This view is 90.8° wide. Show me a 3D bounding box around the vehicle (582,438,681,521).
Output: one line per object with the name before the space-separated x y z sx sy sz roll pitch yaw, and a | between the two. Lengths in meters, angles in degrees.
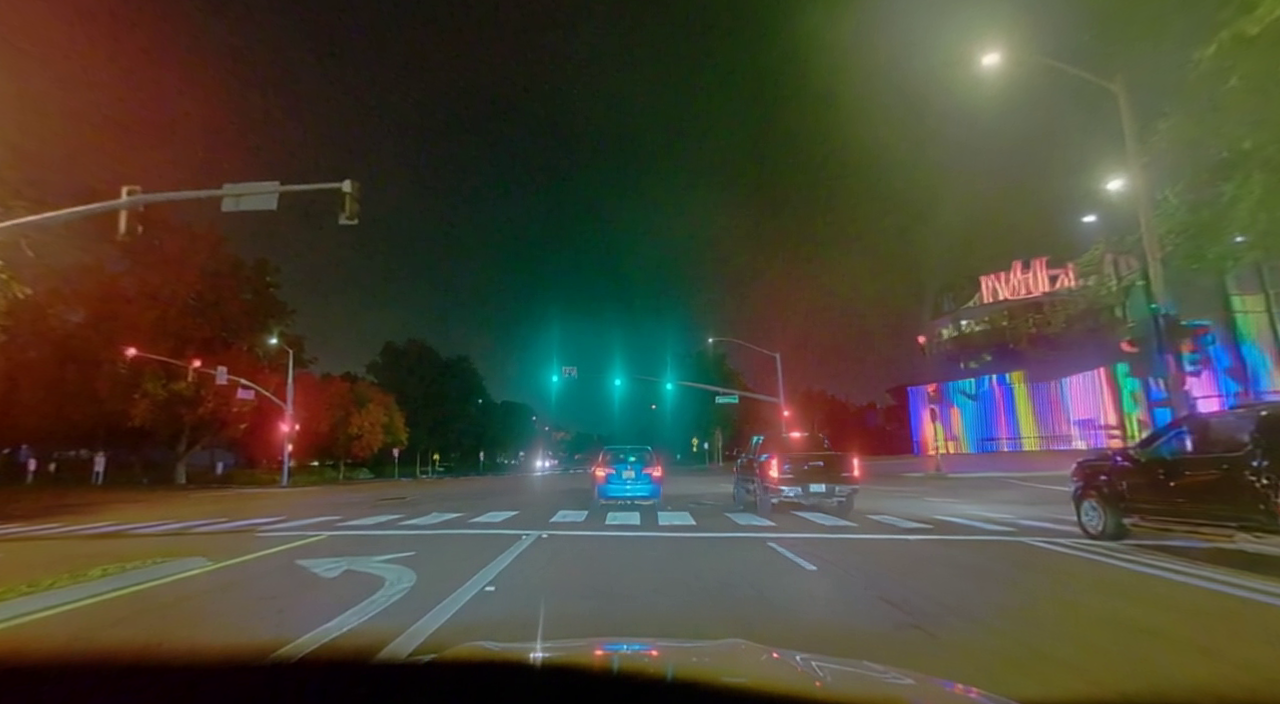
vehicle | -0.246 2.892 14.900 2.037 1.674 3.693 0 -8 -2

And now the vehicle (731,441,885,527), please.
vehicle | 3.427 2.780 13.970 1.955 1.550 4.587 0 -8 -3

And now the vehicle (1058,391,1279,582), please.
vehicle | 7.629 1.422 6.820 2.240 1.923 5.678 0 -8 -1
